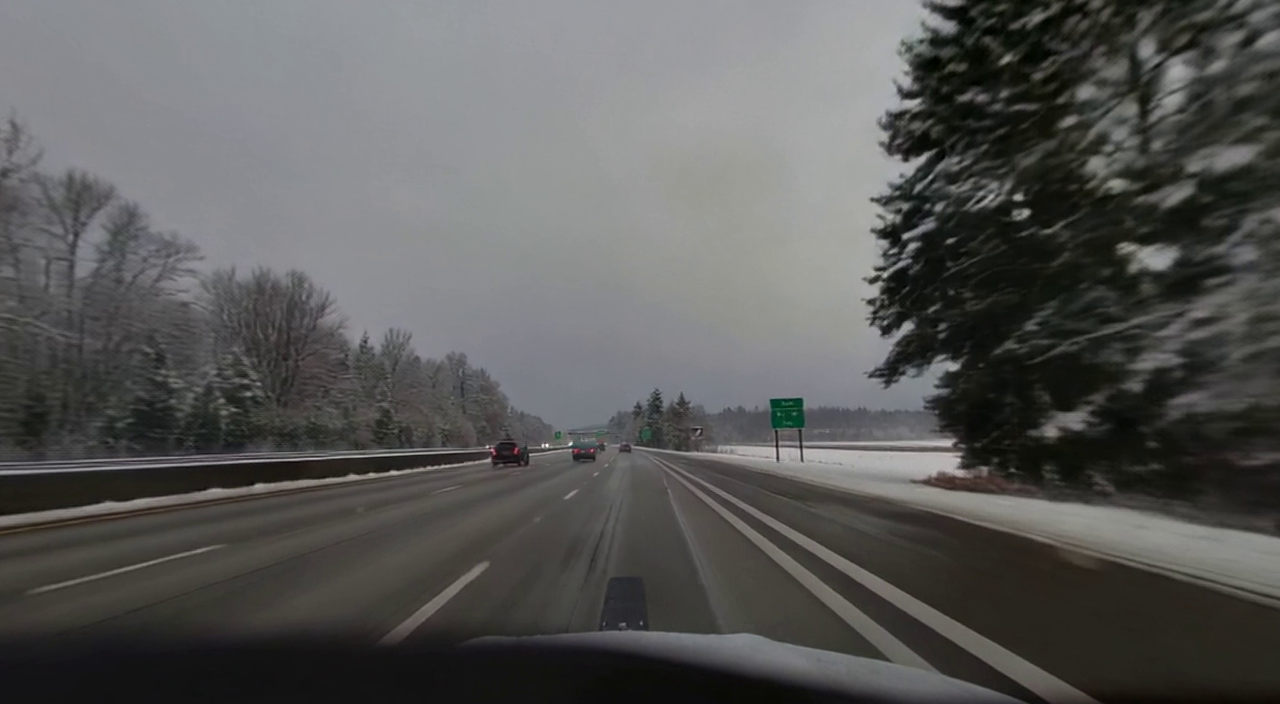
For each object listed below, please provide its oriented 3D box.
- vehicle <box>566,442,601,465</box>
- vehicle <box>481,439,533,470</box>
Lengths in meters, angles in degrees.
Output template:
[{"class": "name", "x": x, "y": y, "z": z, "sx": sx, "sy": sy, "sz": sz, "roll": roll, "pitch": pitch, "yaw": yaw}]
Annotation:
[{"class": "vehicle", "x": -3.894, "y": 7.124, "z": 44.019, "sx": 2.075, "sy": 1.516, "sz": 4.212, "roll": 0, "pitch": -8, "yaw": -1}, {"class": "vehicle", "x": -7.671, "y": 5.965, "z": 36.713, "sx": 2.080, "sy": 1.632, "sz": 4.332, "roll": 0, "pitch": -8, "yaw": 0}]
